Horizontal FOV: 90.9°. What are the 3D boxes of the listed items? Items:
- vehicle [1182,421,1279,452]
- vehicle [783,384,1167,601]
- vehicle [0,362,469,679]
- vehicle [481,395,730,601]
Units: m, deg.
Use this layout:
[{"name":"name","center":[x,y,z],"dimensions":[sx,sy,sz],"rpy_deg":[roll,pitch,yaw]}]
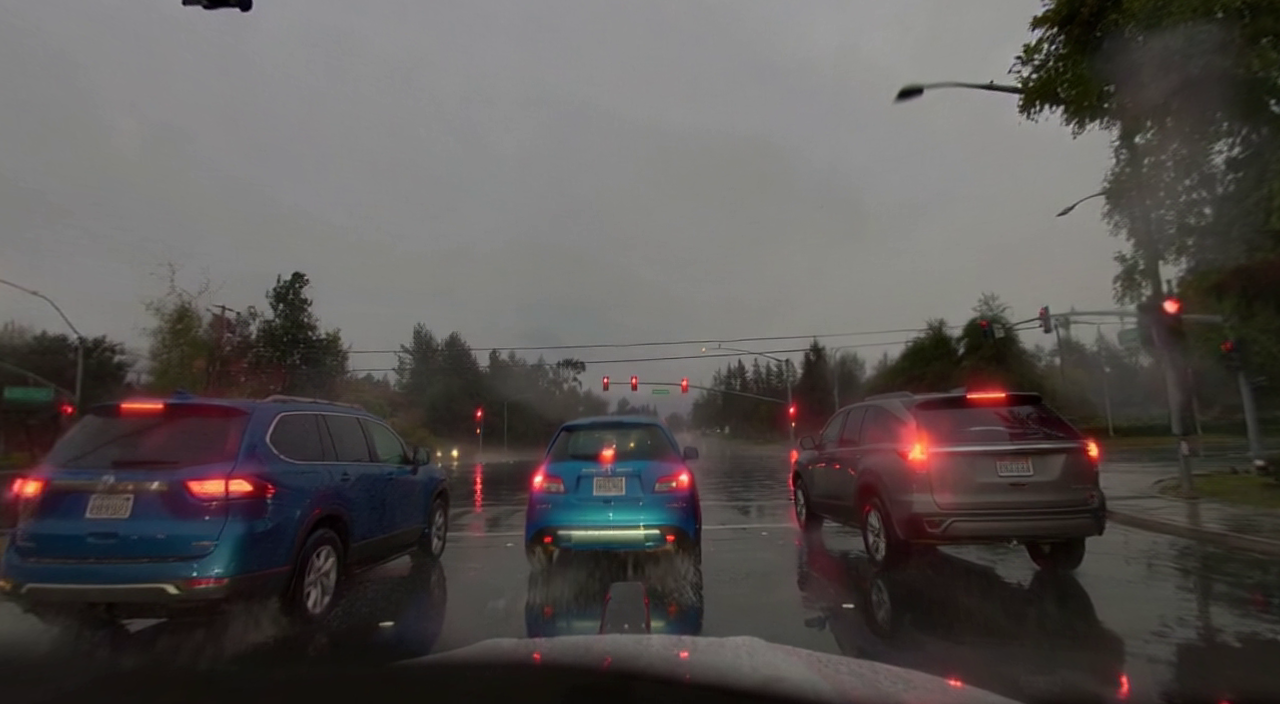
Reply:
[{"name":"vehicle","center":[32.809,4.657,34.757],"dimensions":[4.175,1.634,1.877],"rpy_deg":[1,-8,-5]},{"name":"vehicle","center":[3.272,1.486,7.518],"dimensions":[2.083,1.779,4.532],"rpy_deg":[0,-8,0]},{"name":"vehicle","center":[-3.275,1.279,5.892],"dimensions":[2.047,1.810,4.414],"rpy_deg":[0,-8,1]},{"name":"vehicle","center":[-0.232,1.510,7.317],"dimensions":[2.067,1.702,3.987],"rpy_deg":[0,-8,2]}]
